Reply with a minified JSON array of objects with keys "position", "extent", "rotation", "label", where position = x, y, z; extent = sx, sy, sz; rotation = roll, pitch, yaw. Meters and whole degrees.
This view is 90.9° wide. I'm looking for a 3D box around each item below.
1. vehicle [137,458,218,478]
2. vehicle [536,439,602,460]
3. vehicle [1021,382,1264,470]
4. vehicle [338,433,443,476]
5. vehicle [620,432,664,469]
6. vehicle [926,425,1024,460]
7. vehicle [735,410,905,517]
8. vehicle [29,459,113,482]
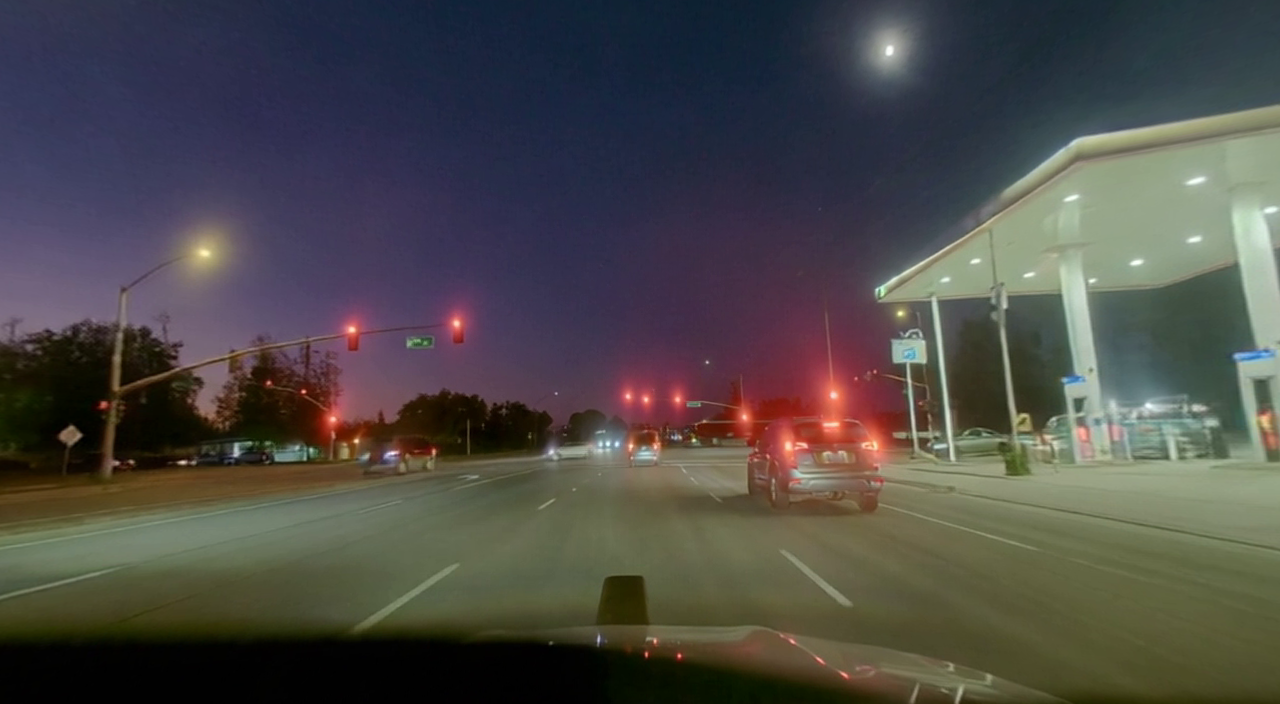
[{"position":[-35.639,8.916,48.609],"extent":[4.753,1.478,1.846],"rotation":[0,-8,0],"label":"vehicle"},{"position":[-5.382,7.476,48.364],"extent":[4.788,1.485,1.835],"rotation":[7,-11,-39],"label":"vehicle"},{"position":[16.241,2.462,20.661],"extent":[5.790,2.675,2.554],"rotation":[1,-9,-4],"label":"vehicle"},{"position":[-12.472,5.164,32.005],"extent":[2.191,1.984,5.431],"rotation":[-2,-9,13],"label":"vehicle"},{"position":[0.136,4.937,31.753],"extent":[2.067,1.702,3.987],"rotation":[0,-8,1],"label":"vehicle"},{"position":[16.933,4.596,31.995],"extent":[3.848,1.674,1.887],"rotation":[0,-9,2],"label":"vehicle"},{"position":[3.344,2.185,12.778],"extent":[2.083,1.779,4.347],"rotation":[0,-8,-1],"label":"vehicle"},{"position":[-44.067,9.182,48.873],"extent":[4.574,1.666,1.865],"rotation":[0,-8,-3],"label":"vehicle"}]
